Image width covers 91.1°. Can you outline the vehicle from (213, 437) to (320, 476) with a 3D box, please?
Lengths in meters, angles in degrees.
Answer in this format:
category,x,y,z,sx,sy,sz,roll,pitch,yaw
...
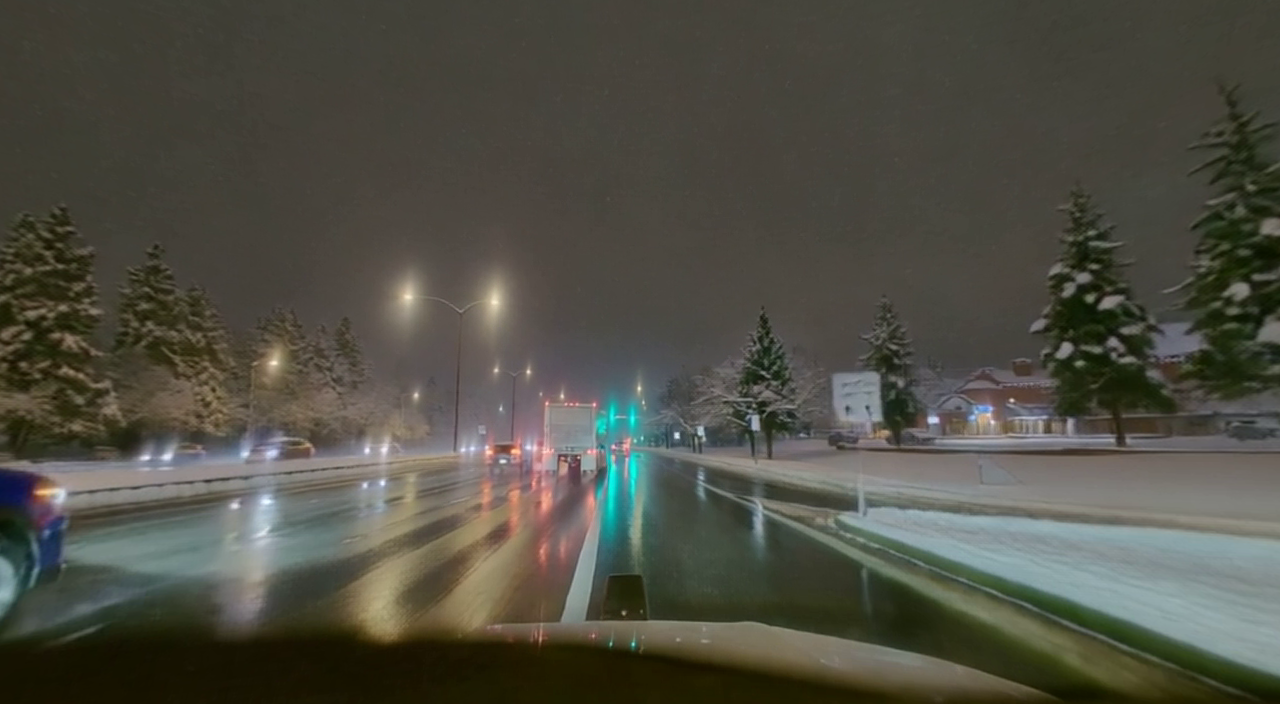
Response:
category,x,y,z,sx,sy,sz,roll,pitch,yaw
vehicle,-15.719,4.412,26.786,2.026,1.523,4.584,1,-9,-5

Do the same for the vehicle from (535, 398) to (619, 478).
category,x,y,z,sx,sy,sz,roll,pitch,yaw
vehicle,-2.511,3.782,27.397,2.993,3.051,6.692,0,-9,-1

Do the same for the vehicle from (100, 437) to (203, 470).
category,x,y,z,sx,sy,sz,roll,pitch,yaw
vehicle,-32.524,6.802,42.118,2.239,2.033,5.849,0,-9,-1

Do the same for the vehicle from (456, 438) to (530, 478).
category,x,y,z,sx,sy,sz,roll,pitch,yaw
vehicle,-5.809,4.234,25.292,2.023,1.483,4.143,0,-9,-1

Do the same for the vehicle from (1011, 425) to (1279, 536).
category,x,y,z,sx,sy,sz,roll,pitch,yaw
vehicle,9.834,2.238,11.429,2.140,1.685,4.720,6,-10,-34
